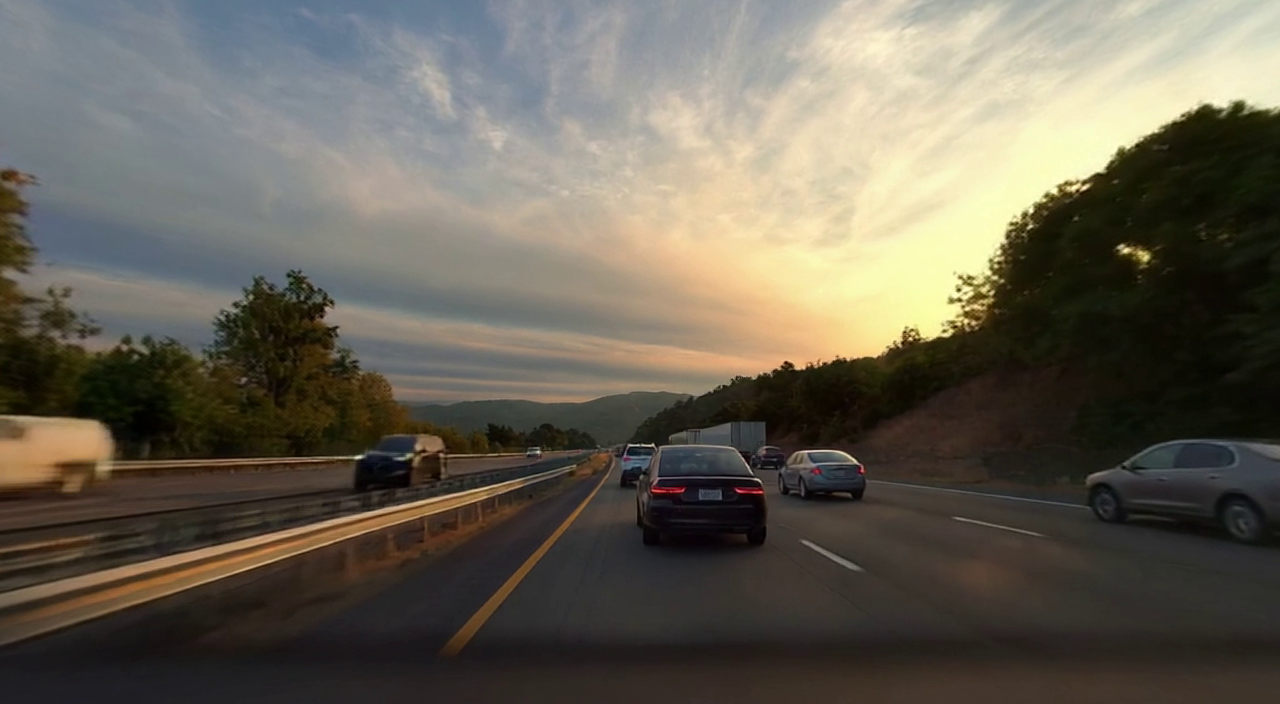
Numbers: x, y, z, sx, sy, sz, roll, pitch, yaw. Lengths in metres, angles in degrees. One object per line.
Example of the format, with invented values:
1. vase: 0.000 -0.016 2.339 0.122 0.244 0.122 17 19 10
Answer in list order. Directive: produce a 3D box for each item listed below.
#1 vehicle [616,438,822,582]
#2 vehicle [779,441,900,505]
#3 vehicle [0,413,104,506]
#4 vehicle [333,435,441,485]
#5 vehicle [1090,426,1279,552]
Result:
1. vehicle: 0.760 1.901 8.318 2.094 1.426 3.725 0 -9 -1
2. vehicle: 5.308 3.261 17.387 1.908 1.500 4.157 0 -9 -1
3. vehicle: -12.612 1.944 11.325 1.991 1.677 4.499 0 -9 -1
4. vehicle: -8.148 3.521 20.743 1.865 1.479 3.882 -1 -9 1
5. vehicle: 9.206 1.981 9.515 1.950 1.594 3.735 0 -9 -1
